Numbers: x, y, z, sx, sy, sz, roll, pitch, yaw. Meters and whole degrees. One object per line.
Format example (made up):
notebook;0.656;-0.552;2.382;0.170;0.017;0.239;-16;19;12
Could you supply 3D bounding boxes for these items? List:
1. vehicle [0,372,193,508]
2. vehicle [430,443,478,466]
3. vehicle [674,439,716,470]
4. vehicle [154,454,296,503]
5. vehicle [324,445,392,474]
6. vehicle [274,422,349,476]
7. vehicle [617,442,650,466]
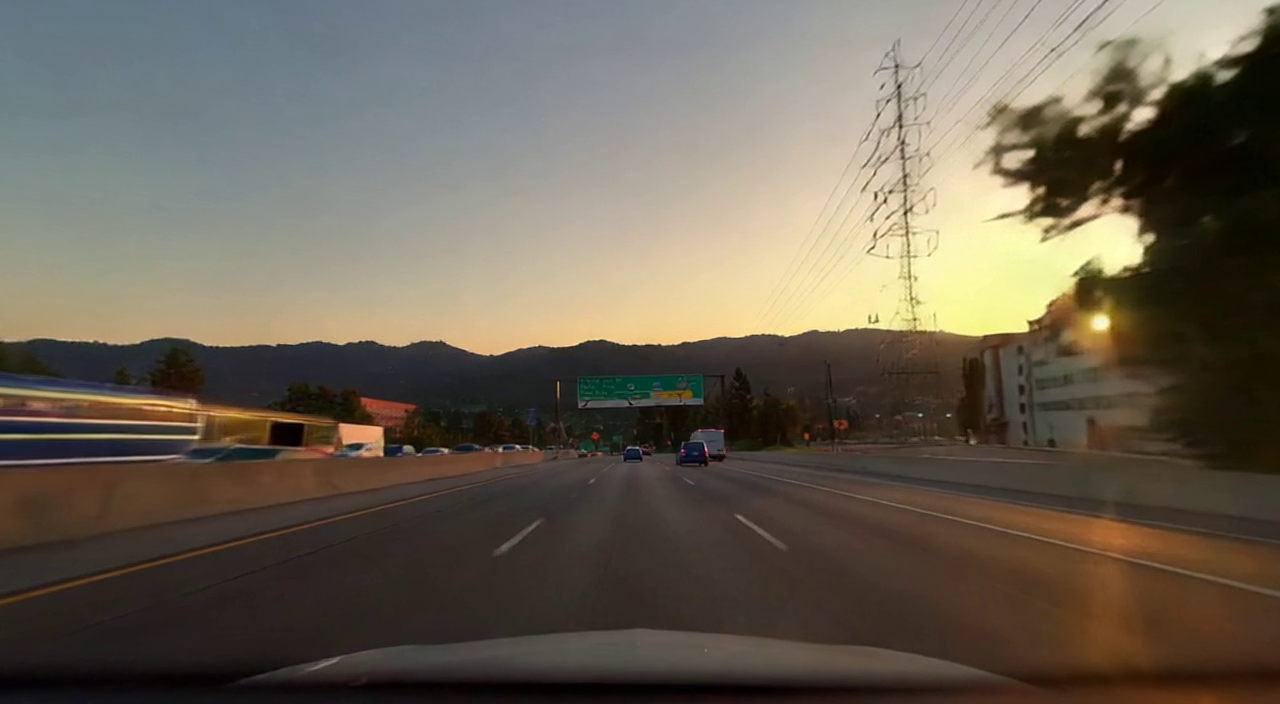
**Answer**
vehicle;-21.256;2.816;20.161;2.907;4.138;15.184;0;-9;0
vehicle;-13.422;7.420;45.827;1.934;1.522;4.697;0;-9;1
vehicle;3.362;6.382;39.454;2.036;1.796;4.470;0;-9;-2
vehicle;-13.822;4.209;21.411;1.872;1.433;4.353;0;-9;0
vehicle;-21.306;8.117;48.055;2.258;2.068;6.386;0;-9;0
vehicle;-25.730;7.608;49.761;2.968;3.977;5.142;0;-9;0
vehicle;-0.493;7.590;47.100;2.325;1.712;4.592;0;-9;0
